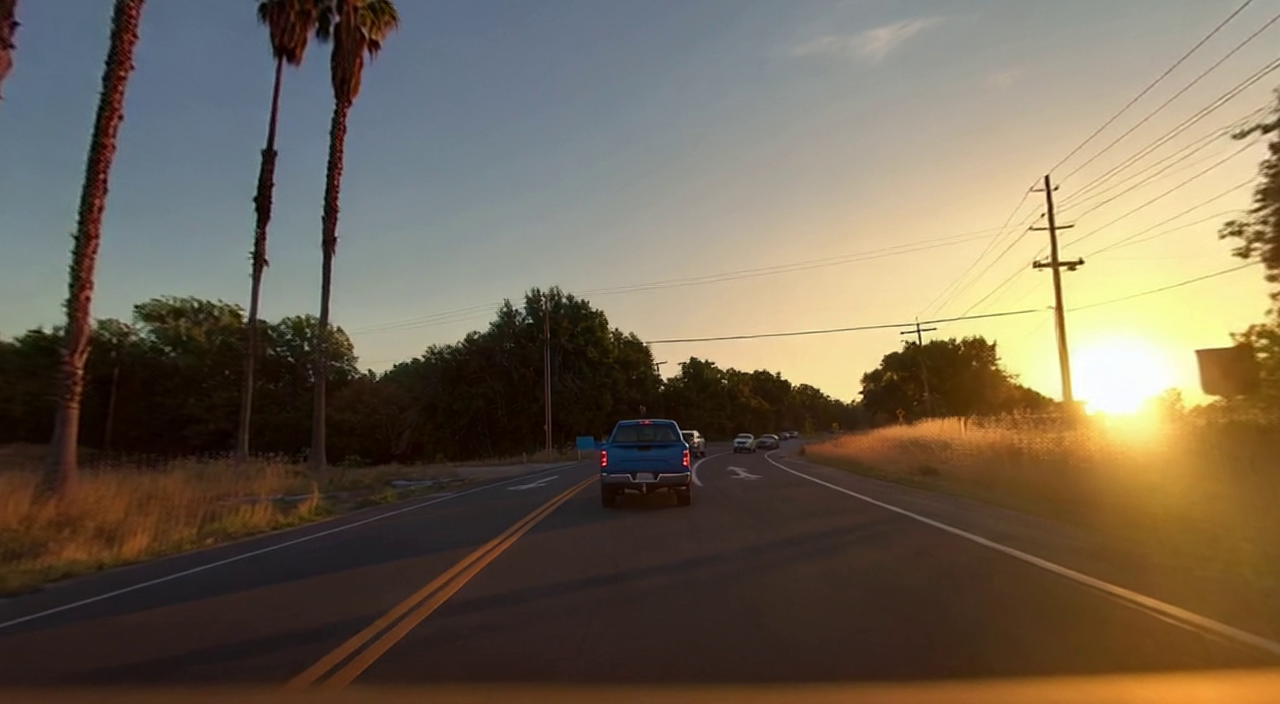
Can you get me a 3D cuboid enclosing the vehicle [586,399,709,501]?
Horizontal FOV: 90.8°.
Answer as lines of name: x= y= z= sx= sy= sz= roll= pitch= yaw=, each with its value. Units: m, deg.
vehicle: x=0.242 y=2.599 z=16.933 sx=2.693 sy=2.223 sz=5.885 roll=0 pitch=-8 yaw=1
